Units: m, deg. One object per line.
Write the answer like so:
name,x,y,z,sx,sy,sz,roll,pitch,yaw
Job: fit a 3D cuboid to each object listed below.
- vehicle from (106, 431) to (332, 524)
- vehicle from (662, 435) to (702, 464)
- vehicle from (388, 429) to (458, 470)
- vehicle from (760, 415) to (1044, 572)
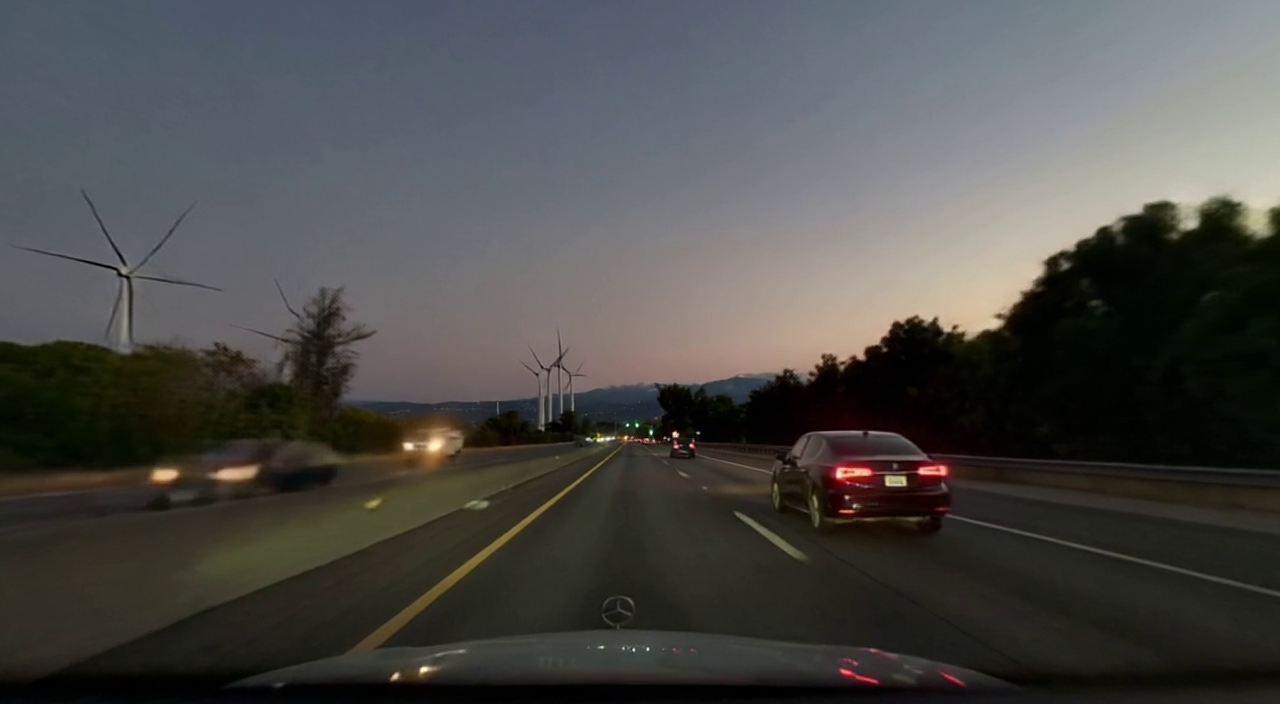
vehicle,-8.892,2.616,13.855,2.043,1.693,4.213,-1,-8,0
vehicle,2.561,6.003,39.119,2.066,1.661,4.500,0,-8,-2
vehicle,-13.220,5.950,38.758,2.163,2.290,6.107,0,-8,0
vehicle,3.183,1.775,8.826,2.038,1.624,4.312,0,-8,-1
